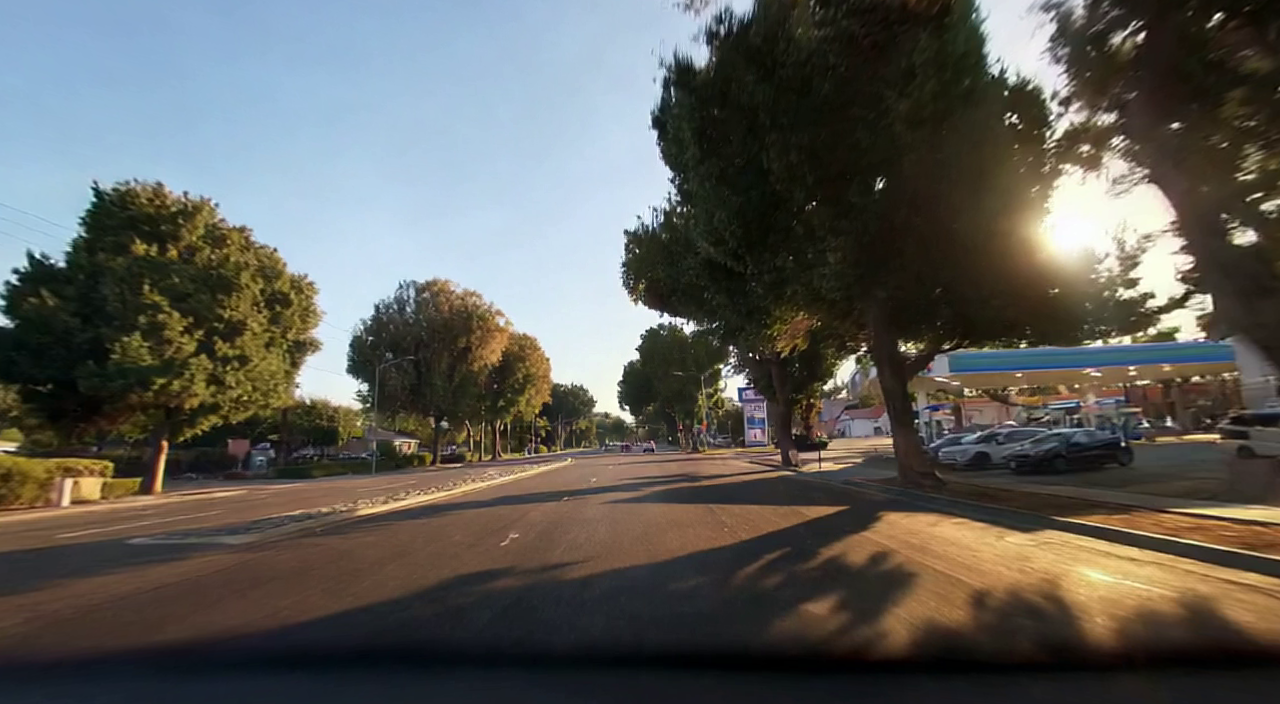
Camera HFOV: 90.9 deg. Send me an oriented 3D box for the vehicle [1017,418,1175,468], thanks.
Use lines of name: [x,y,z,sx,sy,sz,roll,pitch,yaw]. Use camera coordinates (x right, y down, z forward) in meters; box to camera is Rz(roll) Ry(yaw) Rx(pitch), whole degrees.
vehicle: [15.081,3.072,21.260,1.804,1.483,4.690,0,-8,-1]

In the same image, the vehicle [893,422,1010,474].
vehicle: [12.408,3.876,25.614,1.983,1.727,5.085,-4,-8,-1]

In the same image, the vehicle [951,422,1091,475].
vehicle: [12.115,3.116,20.448,1.812,1.517,4.424,0,-8,1]
